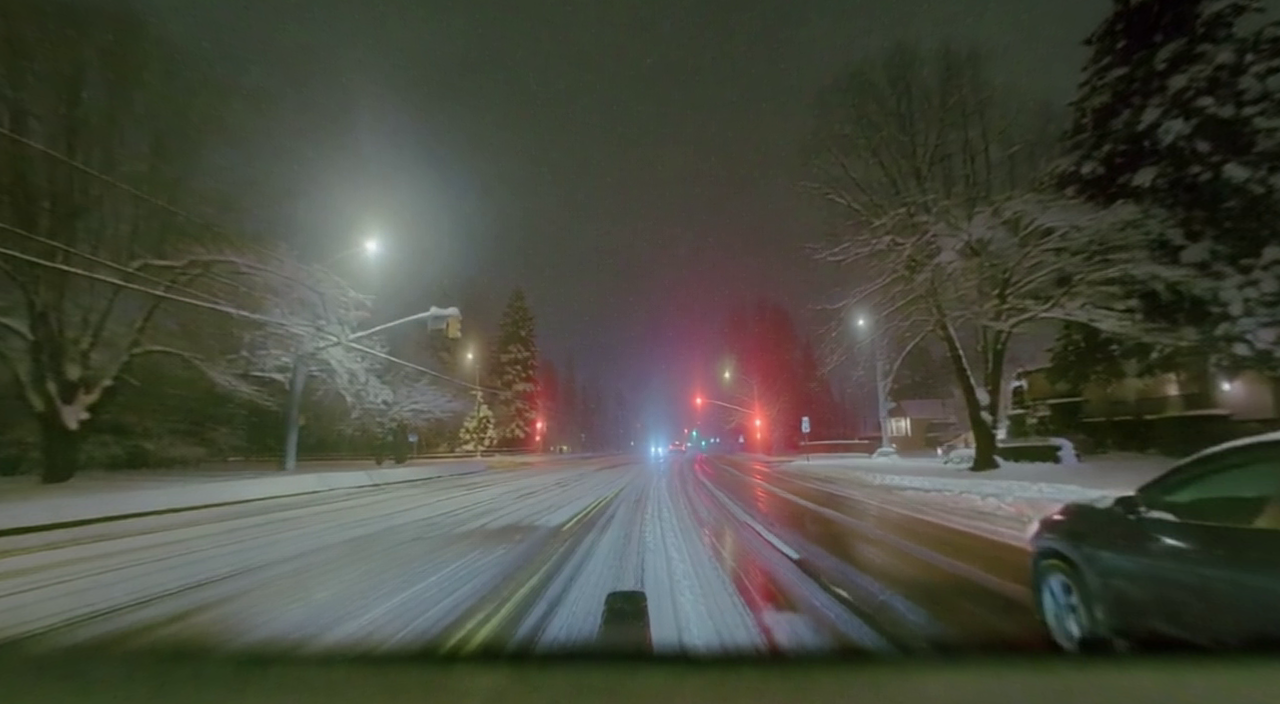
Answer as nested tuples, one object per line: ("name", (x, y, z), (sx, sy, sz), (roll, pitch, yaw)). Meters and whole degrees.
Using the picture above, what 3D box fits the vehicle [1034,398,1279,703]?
("vehicle", (3.235, 0.775, 1.279), (2.134, 1.476, 4.327), (0, -8, 1))
